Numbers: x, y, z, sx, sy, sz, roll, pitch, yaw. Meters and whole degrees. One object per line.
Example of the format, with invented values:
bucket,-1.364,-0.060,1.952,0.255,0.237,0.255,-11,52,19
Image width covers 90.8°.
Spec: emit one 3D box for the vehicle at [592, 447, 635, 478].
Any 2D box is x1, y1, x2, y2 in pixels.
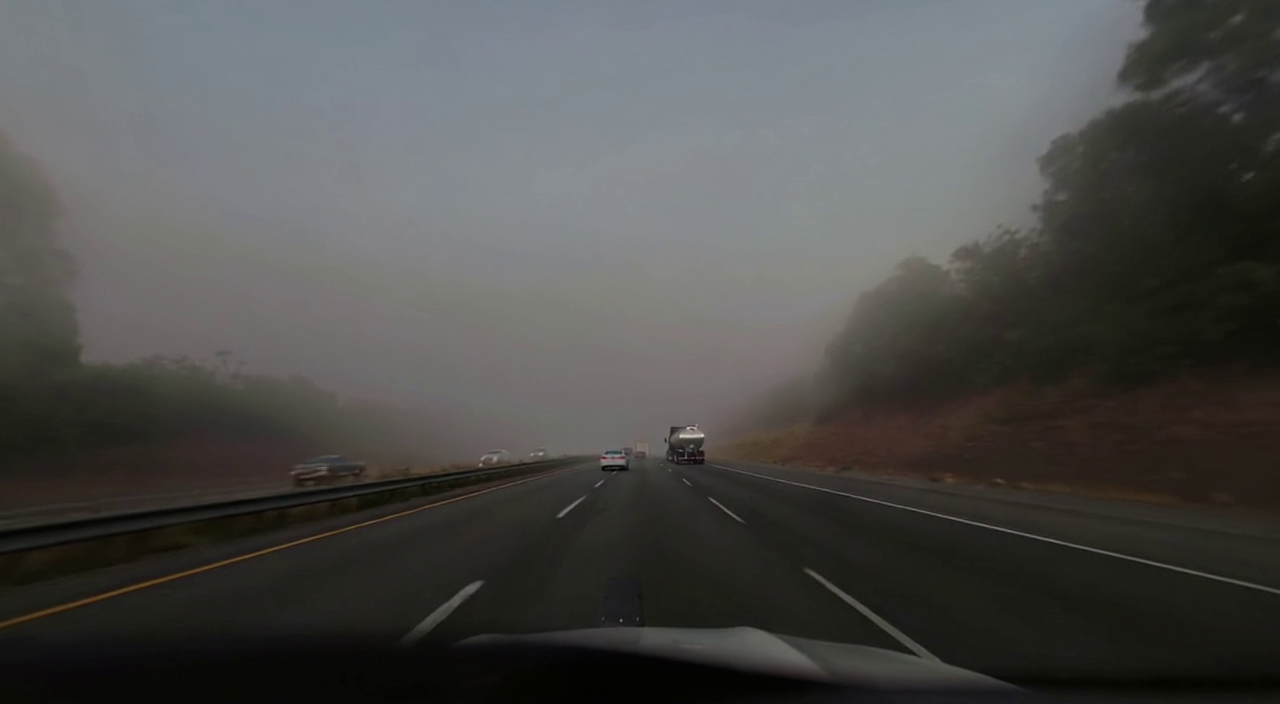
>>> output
vehicle,-1.334,5.794,33.231,2.013,1.498,3.908,-1,-9,1
